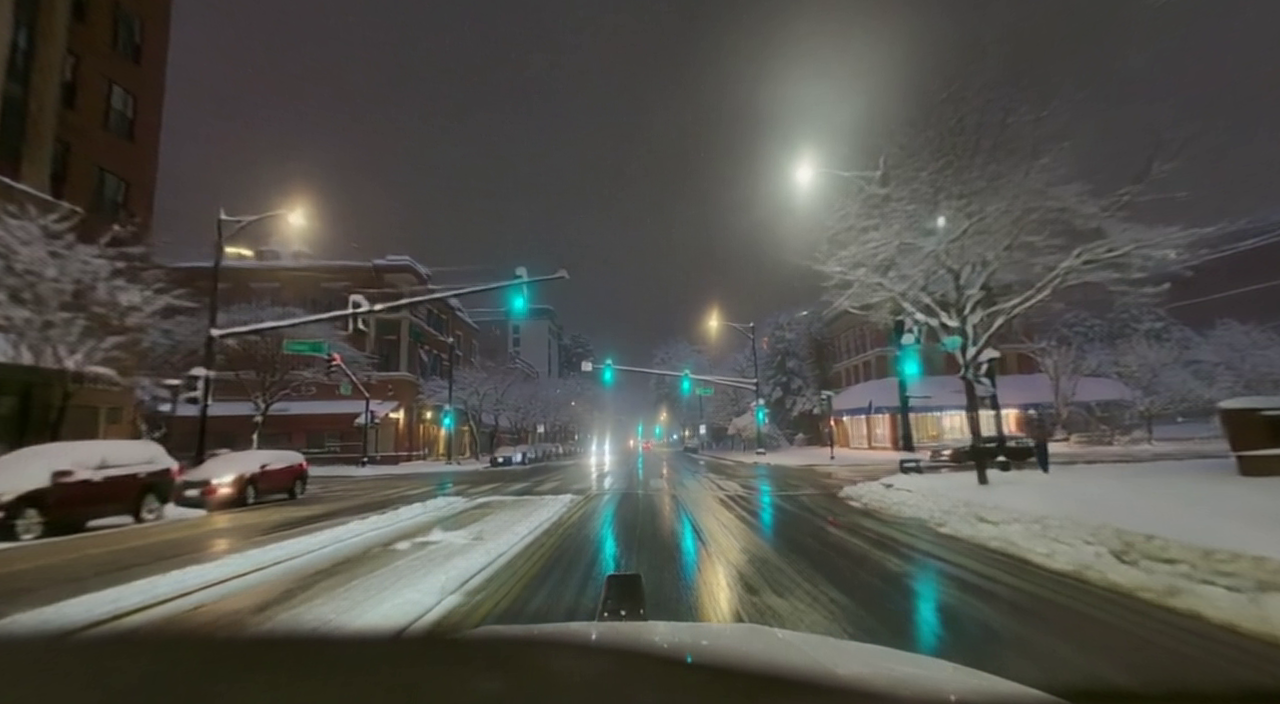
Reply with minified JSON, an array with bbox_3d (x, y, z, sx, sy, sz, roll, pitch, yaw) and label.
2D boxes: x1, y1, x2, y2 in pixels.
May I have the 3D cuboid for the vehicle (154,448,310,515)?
[{"bbox_3d":[-12.100,3.805,19.014,1.956,1.624,4.186,-3,-8,0],"label":"vehicle"}]

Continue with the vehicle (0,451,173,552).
[{"bbox_3d":[-12.120,2.867,12.529,1.898,1.724,4.445,-1,-8,5],"label":"vehicle"}]
